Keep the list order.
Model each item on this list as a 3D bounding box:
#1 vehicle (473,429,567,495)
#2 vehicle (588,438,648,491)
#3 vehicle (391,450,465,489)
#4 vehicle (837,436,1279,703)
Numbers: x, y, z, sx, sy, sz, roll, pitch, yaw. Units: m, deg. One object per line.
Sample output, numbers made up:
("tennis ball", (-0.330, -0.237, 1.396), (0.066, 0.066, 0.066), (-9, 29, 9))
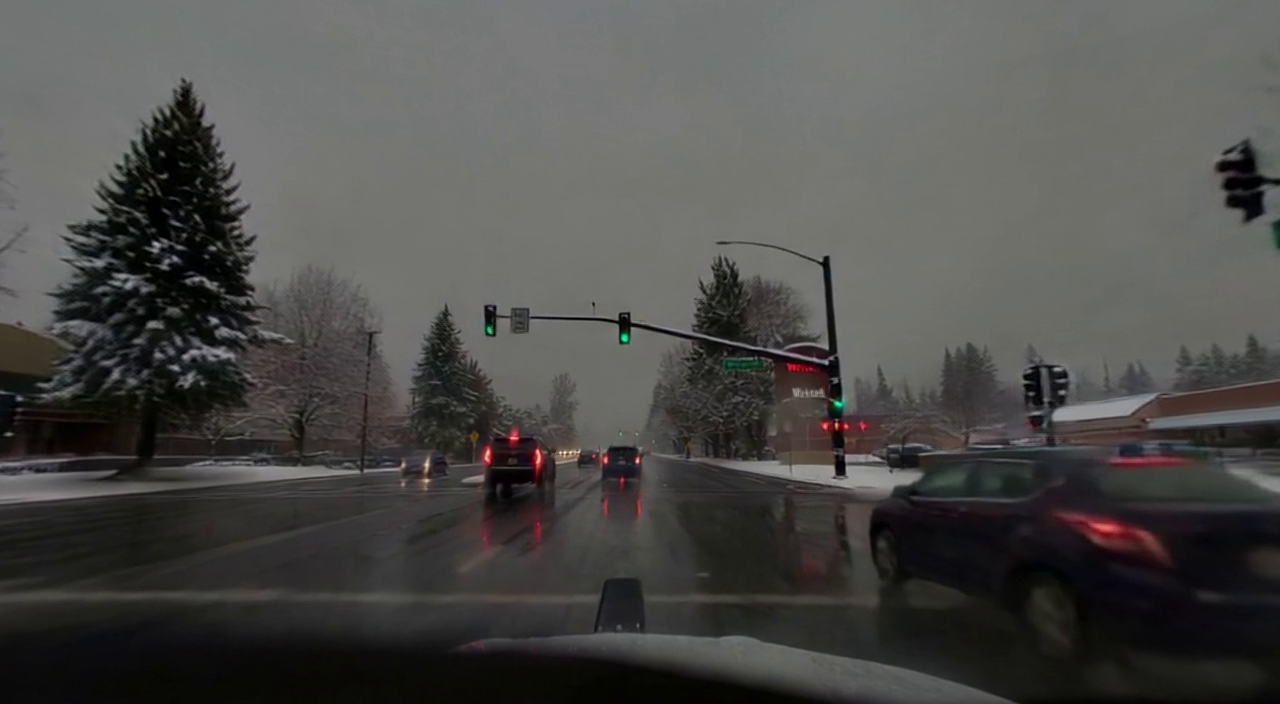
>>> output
("vehicle", (-4.024, 3.826, 22.330), (2.252, 1.999, 5.605), (0, -9, 0))
("vehicle", (-0.775, 4.189, 23.872), (2.061, 1.809, 4.141), (0, -9, -1))
("vehicle", (-9.302, 5.142, 28.095), (1.867, 1.427, 4.371), (-3, -8, -1))
("vehicle", (3.635, 1.538, 5.717), (2.207, 1.447, 4.418), (0, -9, -1))
